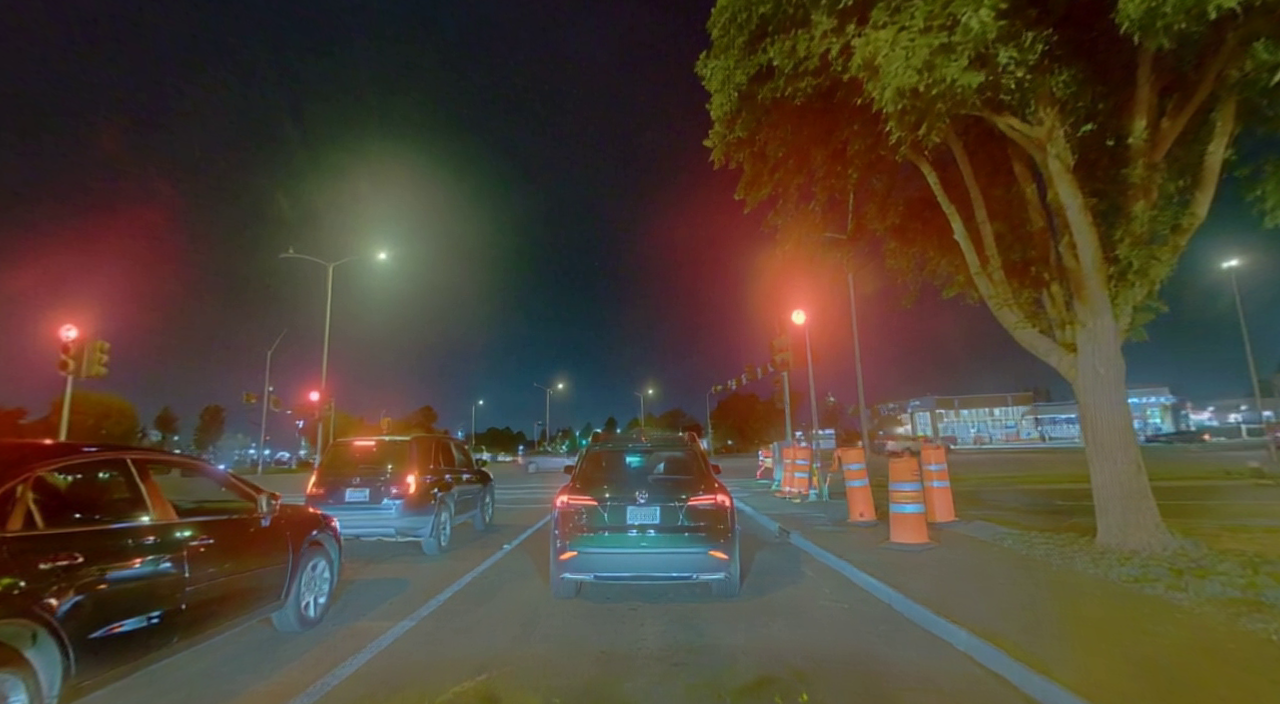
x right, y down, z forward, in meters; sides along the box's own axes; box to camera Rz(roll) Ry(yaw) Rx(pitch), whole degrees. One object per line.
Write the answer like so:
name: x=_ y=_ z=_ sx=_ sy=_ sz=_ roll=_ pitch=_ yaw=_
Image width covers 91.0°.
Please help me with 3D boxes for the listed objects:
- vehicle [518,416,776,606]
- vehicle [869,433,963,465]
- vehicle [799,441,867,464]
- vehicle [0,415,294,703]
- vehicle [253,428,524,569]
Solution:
vehicle: x=0.104 y=1.620 z=7.210 sx=2.167 sy=1.560 sz=3.676 roll=0 pitch=-9 yaw=1
vehicle: x=17.795 y=6.279 z=40.794 sx=5.082 sy=1.907 sz=2.115 roll=0 pitch=-9 yaw=2
vehicle: x=15.130 y=7.906 z=49.502 sx=4.672 sy=1.676 sz=1.867 roll=1 pitch=-9 yaw=-1
vehicle: x=-3.594 y=0.944 z=2.148 sx=2.064 sy=1.497 sz=4.722 roll=0 pitch=-9 yaw=1
vehicle: x=-3.272 y=1.998 z=9.447 sx=1.989 sy=1.541 sz=4.626 roll=0 pitch=-9 yaw=2
